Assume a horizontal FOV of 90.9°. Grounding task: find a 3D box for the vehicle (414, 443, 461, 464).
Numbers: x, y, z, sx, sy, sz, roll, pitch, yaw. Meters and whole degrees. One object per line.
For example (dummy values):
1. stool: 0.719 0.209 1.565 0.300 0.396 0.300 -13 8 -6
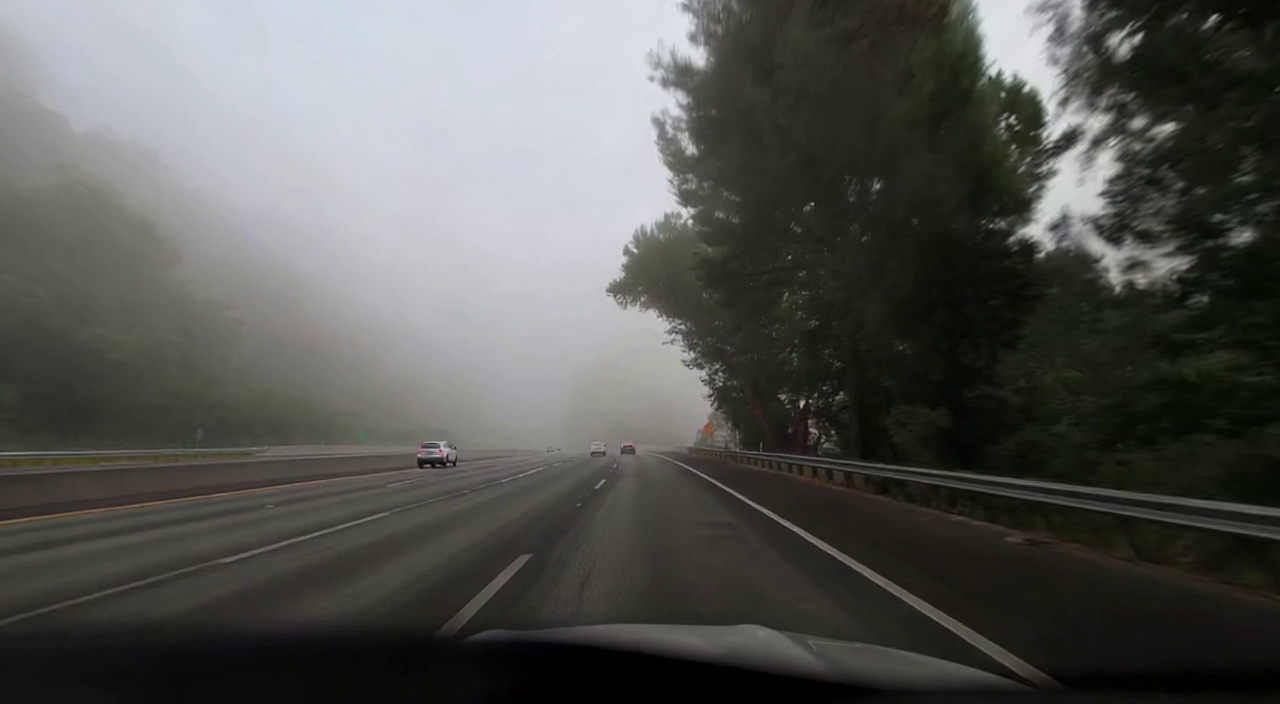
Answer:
1. vehicle: -14.925 7.461 46.646 2.036 1.479 4.418 0 -8 -1
